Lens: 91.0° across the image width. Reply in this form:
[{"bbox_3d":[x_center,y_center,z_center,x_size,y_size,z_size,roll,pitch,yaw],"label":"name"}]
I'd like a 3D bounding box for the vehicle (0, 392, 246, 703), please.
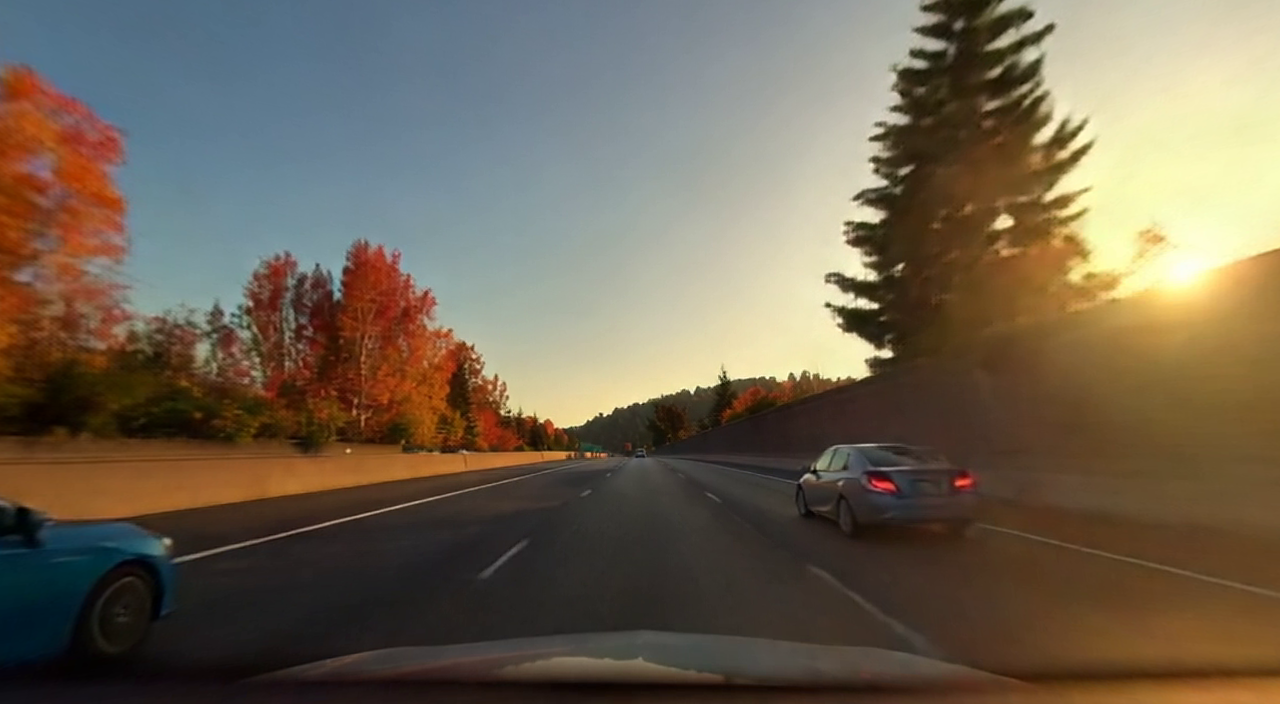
[{"bbox_3d":[-3.956,0.896,2.415,2.010,1.550,4.376,0,-9,0],"label":"vehicle"}]

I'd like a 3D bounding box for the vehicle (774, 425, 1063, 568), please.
[{"bbox_3d":[3.605,1.960,9.405,2.146,1.573,4.661,0,-9,-1],"label":"vehicle"}]
